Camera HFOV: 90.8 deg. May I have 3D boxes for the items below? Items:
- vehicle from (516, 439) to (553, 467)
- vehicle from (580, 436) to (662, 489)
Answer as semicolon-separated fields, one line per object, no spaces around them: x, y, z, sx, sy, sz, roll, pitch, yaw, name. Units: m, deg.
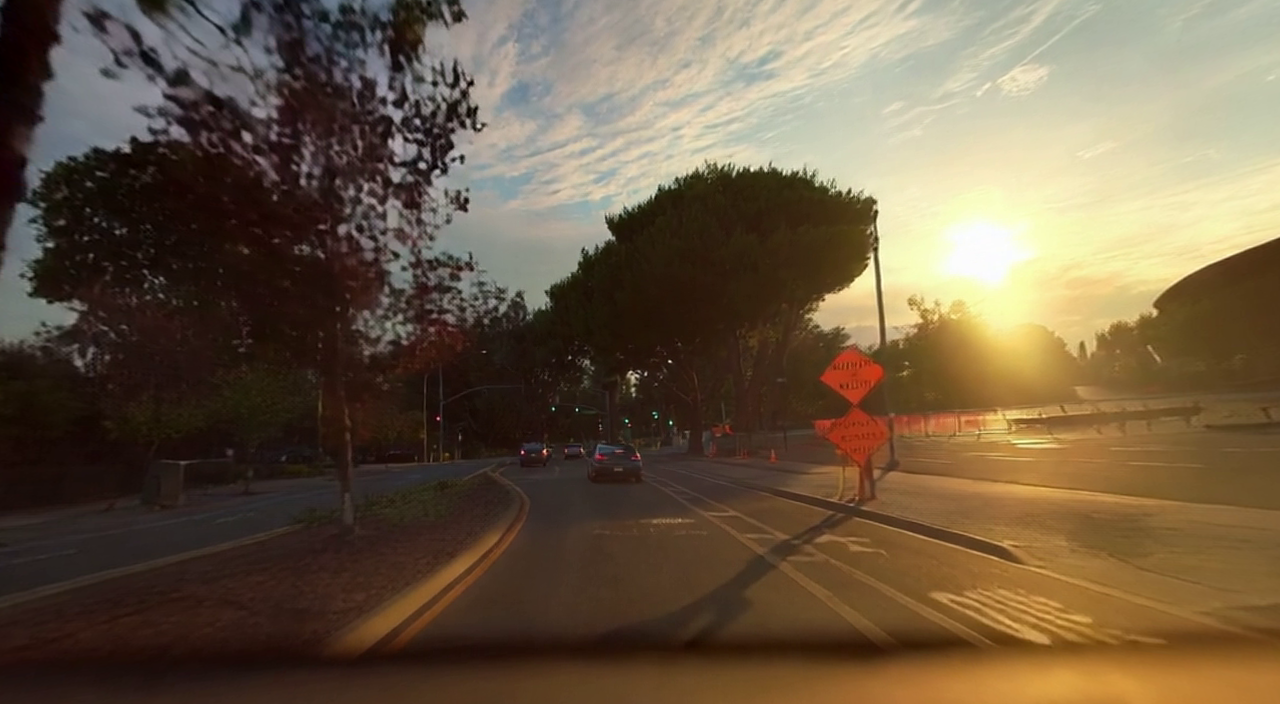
-6.689;6.442;40.359;2.077;1.665;4.206;1;-8;-6;vehicle
-0.759;3.572;20.805;2.266;1.508;4.430;1;-8;-7;vehicle
